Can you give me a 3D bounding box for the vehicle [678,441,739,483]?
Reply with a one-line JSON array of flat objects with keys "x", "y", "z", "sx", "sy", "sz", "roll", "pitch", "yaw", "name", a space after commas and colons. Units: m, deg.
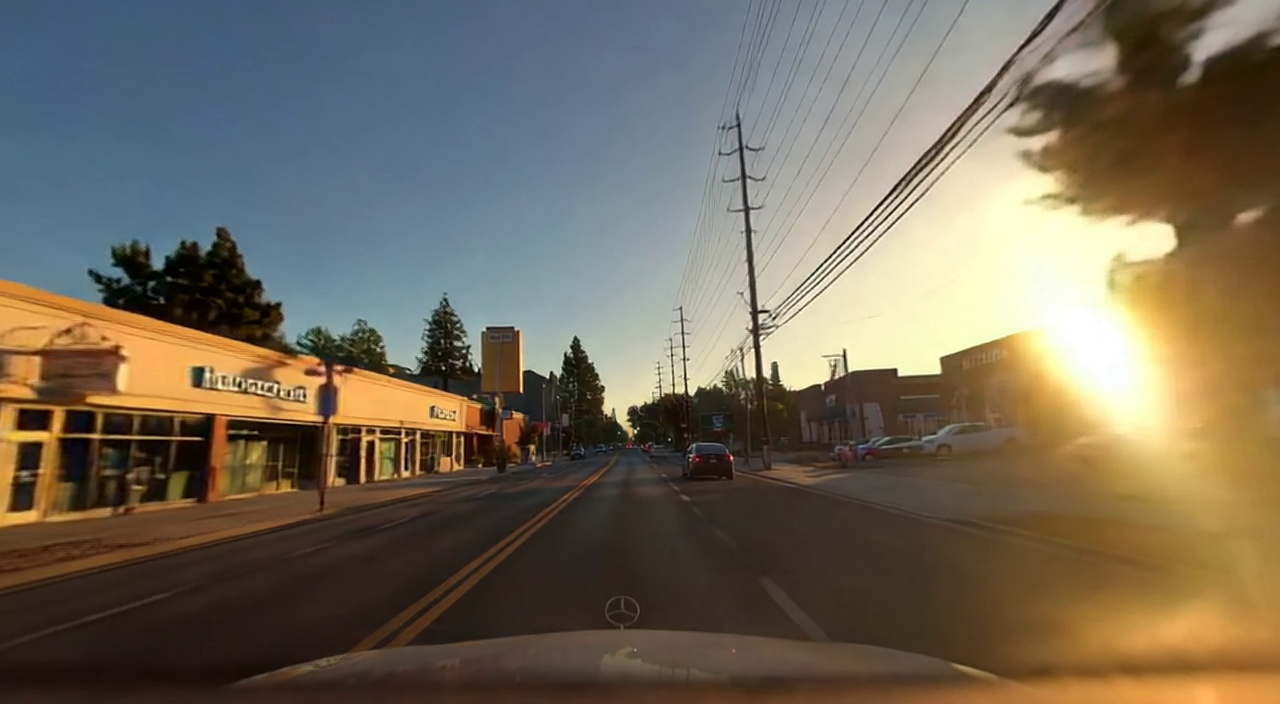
[{"x": 2.634, "y": 4.330, "z": 25.129, "sx": 1.975, "sy": 1.497, "sz": 3.647, "roll": 0, "pitch": -9, "yaw": -1, "name": "vehicle"}]
